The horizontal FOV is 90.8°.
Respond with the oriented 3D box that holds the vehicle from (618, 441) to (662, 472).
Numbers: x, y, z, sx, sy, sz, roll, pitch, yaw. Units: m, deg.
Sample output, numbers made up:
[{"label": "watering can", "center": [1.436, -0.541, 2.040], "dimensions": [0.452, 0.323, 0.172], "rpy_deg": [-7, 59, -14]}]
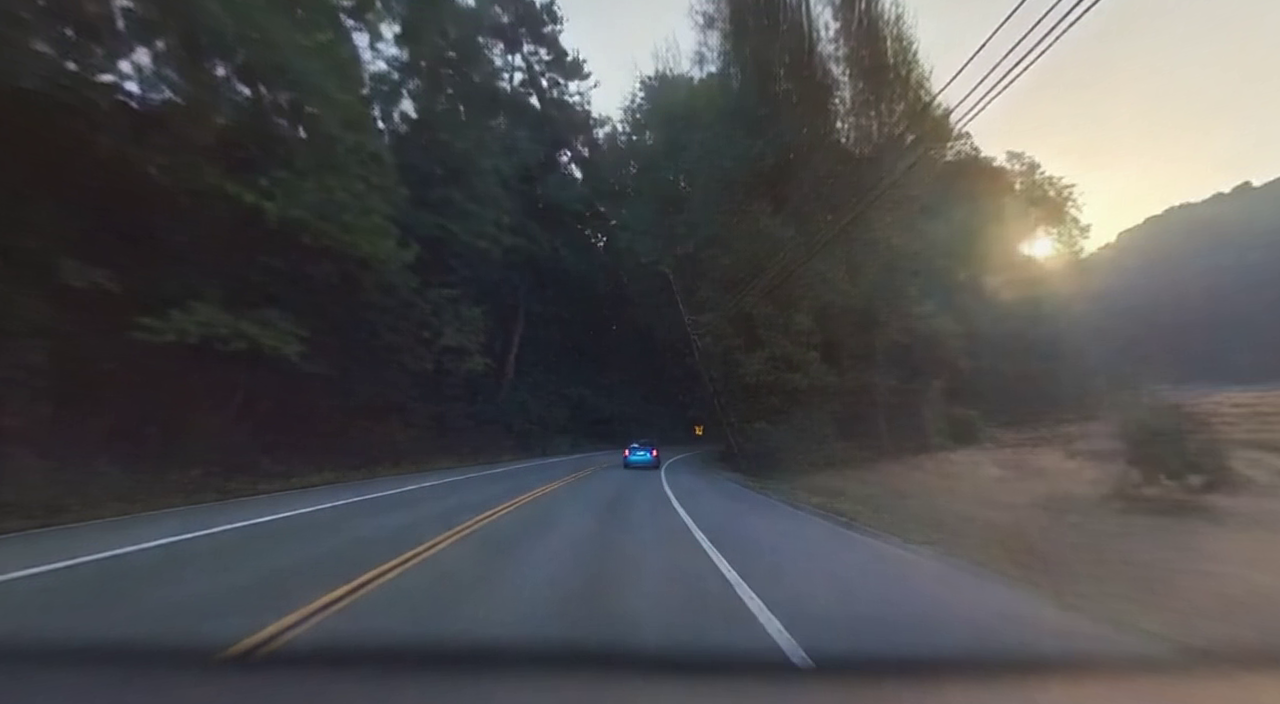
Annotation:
[{"label": "vehicle", "center": [0.081, 5.524, 33.479], "dimensions": [2.059, 1.524, 3.963], "rpy_deg": [-1, -9, 4]}]
